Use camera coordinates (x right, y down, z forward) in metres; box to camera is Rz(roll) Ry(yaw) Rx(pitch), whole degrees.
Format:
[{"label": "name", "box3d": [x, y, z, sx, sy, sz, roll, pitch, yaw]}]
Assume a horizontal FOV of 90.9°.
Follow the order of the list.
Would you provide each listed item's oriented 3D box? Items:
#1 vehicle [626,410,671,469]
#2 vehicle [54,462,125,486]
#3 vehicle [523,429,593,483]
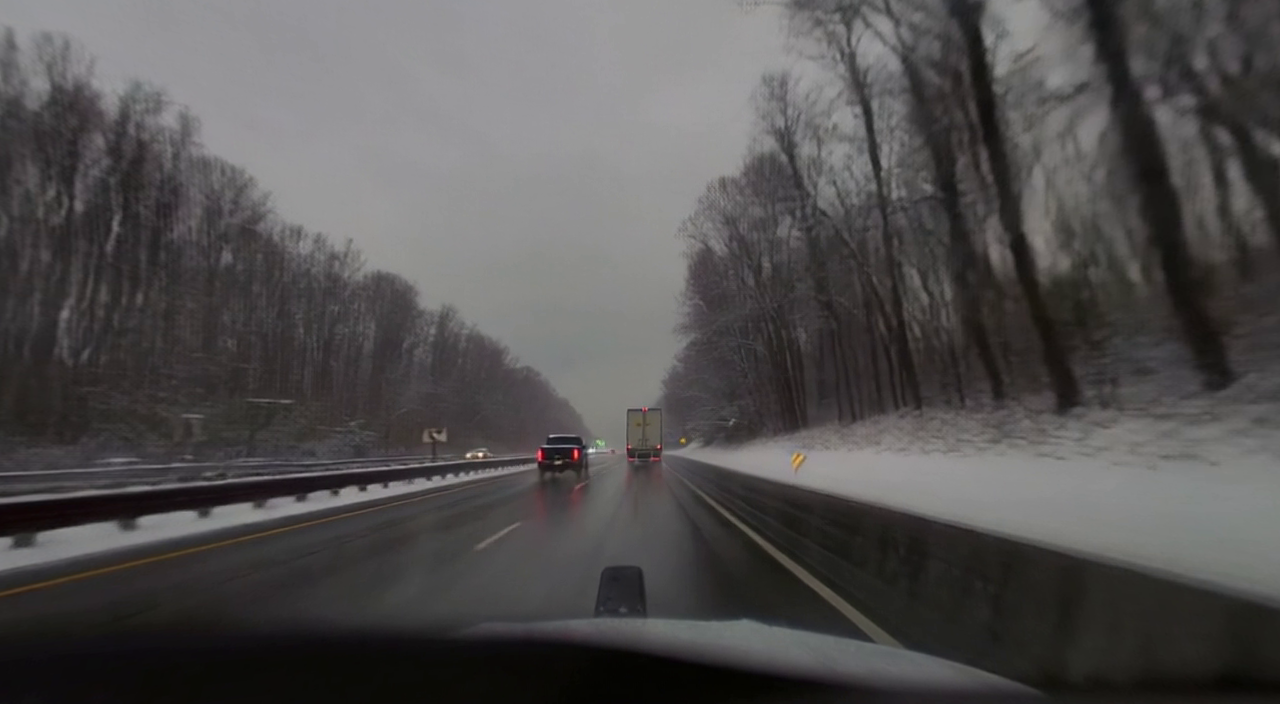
[{"label": "vehicle", "box3d": [0.523, 6.670, 47.472, 3.024, 3.965, 10.399, 0, -9, 0]}, {"label": "vehicle", "box3d": [-36.618, 8.086, 42.057, 1.854, 1.431, 4.297, 3, -9, -17]}, {"label": "vehicle", "box3d": [-3.558, 4.681, 28.519, 2.283, 2.156, 5.546, 0, -9, 1]}]
